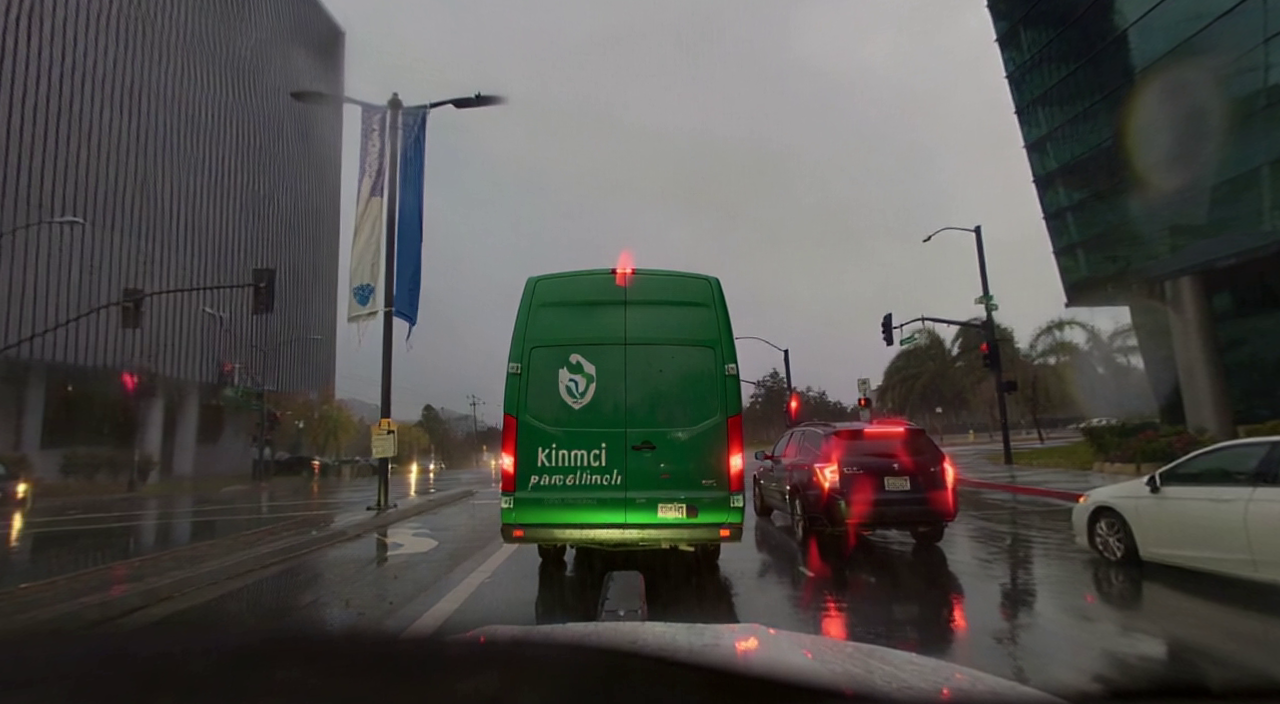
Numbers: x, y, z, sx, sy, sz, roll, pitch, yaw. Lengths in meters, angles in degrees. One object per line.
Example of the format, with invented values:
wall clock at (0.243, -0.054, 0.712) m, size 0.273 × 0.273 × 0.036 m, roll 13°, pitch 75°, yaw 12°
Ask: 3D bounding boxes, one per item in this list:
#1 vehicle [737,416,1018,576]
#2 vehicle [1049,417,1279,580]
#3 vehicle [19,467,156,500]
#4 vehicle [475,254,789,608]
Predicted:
vehicle at (2.883, 1.862, 9.041) m, size 2.183 × 1.676 × 4.506 m, roll 0°, pitch -8°, yaw -1°
vehicle at (7.533, 1.582, 7.004) m, size 1.963 × 1.669 × 4.678 m, roll 3°, pitch -9°, yaw -20°
vehicle at (-28.234, 6.746, 32.469) m, size 4.888 × 1.481 × 1.873 m, roll 2°, pitch -9°, yaw -12°
vehicle at (-0.032, 1.168, 9.106) m, size 2.613 × 3.035 × 7.342 m, roll 0°, pitch -8°, yaw 1°
